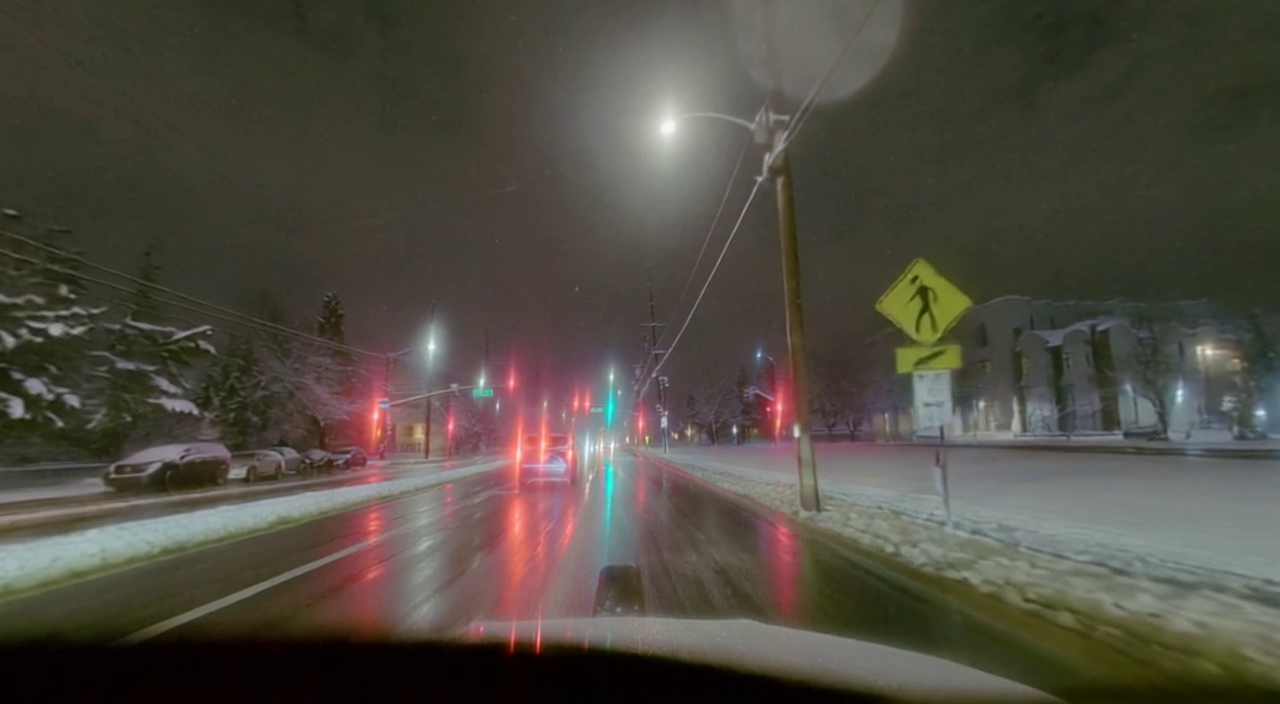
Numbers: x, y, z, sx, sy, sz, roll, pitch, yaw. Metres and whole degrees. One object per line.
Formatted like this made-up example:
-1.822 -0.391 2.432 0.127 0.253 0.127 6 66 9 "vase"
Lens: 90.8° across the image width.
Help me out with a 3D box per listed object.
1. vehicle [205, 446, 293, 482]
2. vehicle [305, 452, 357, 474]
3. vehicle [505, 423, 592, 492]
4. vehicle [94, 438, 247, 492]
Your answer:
-21.500 6.138 35.031 2.015 1.815 4.856 0 -8 -4 "vehicle"
-22.209 7.961 45.620 1.790 1.415 4.450 0 -8 -4 "vehicle"
-2.522 3.033 18.399 2.022 1.757 4.041 0 -8 -2 "vehicle"
-21.352 5.129 29.281 2.369 2.159 6.388 0 -8 -2 "vehicle"
